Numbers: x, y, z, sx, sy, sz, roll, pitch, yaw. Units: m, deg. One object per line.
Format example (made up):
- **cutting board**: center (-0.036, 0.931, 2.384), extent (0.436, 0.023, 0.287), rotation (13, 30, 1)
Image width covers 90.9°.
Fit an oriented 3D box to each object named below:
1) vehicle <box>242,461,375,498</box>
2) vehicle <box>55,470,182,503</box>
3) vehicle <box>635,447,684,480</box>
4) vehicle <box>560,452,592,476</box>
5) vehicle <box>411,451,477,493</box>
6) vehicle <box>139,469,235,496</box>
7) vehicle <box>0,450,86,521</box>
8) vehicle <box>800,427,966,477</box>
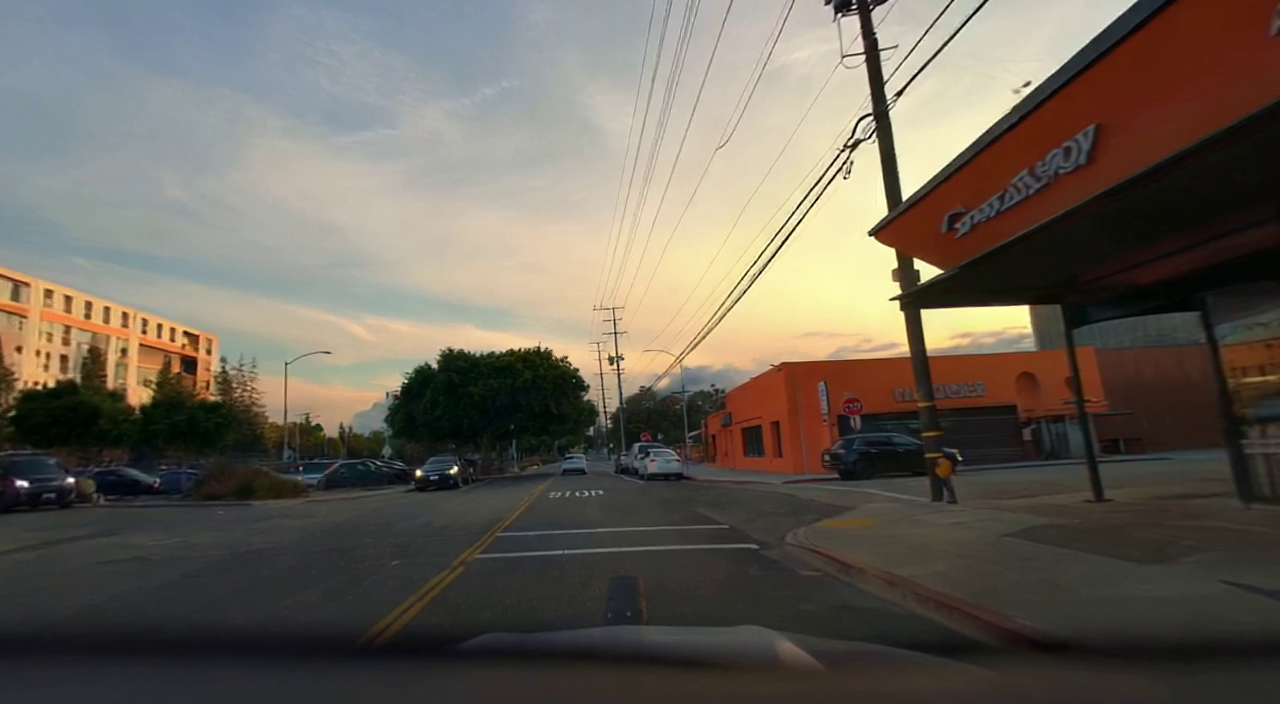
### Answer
- **vehicle**: center (-15.127, 5.829, 29.032), extent (4.968, 1.493, 1.961), rotation (1, -8, -9)
- **vehicle**: center (-27.010, 6.957, 32.776), extent (4.660, 1.488, 1.930), rotation (1, -9, -8)
- **vehicle**: center (0.848, 5.350, 30.630), extent (1.840, 1.452, 4.517), rotation (1, -8, -5)
- **vehicle**: center (-4.554, 7.878, 44.558), extent (2.033, 1.464, 4.645), rotation (1, -8, -8)
- **vehicle**: center (-9.267, 5.667, 30.306), extent (2.146, 1.775, 5.117), rotation (1, -8, -7)
- **vehicle**: center (-27.516, 7.918, 38.373), extent (4.276, 1.452, 1.803), rotation (1, -9, -9)
- **vehicle**: center (-16.015, 3.395, 16.526), extent (2.010, 1.630, 4.139), rotation (7, -11, -40)
- **vehicle**: center (8.734, 3.584, 22.848), extent (5.255, 1.688, 1.994), rotation (1, -8, -11)
